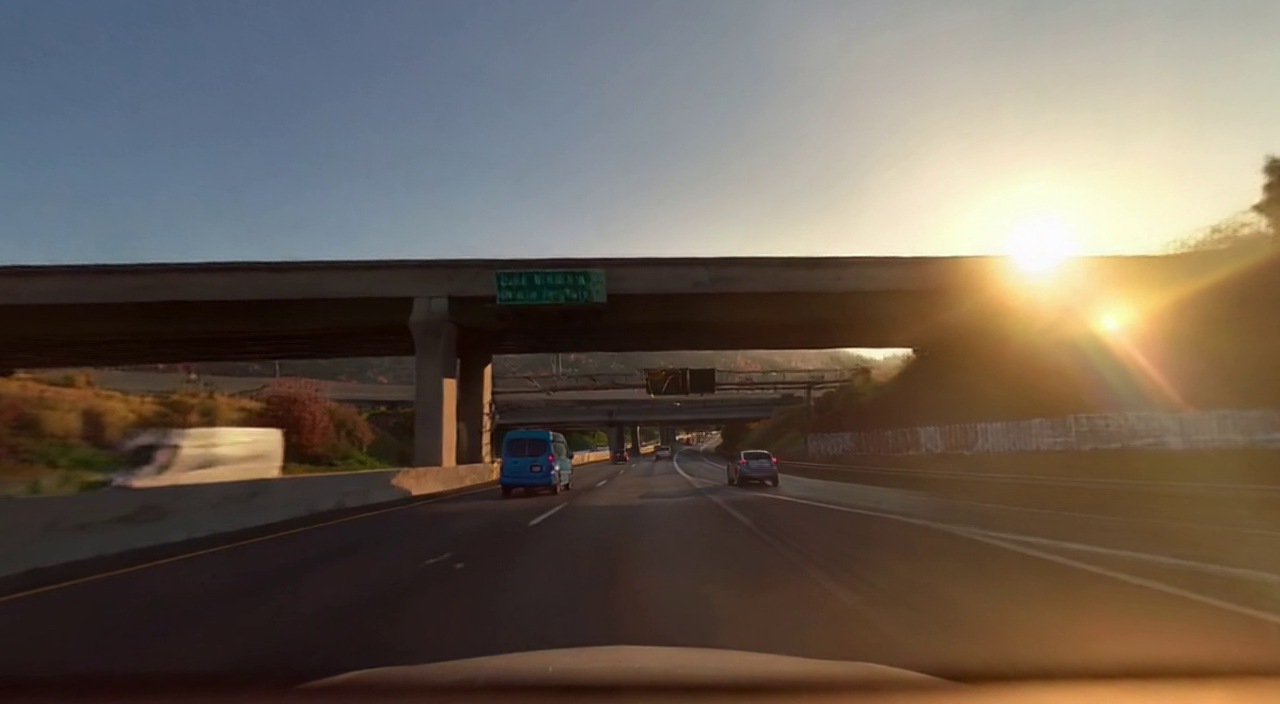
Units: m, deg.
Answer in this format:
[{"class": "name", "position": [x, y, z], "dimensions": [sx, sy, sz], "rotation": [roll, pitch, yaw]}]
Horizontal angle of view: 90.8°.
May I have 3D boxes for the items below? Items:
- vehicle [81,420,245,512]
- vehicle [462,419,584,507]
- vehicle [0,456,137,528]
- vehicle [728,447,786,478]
[{"class": "vehicle", "position": [-16.299, 3.877, 21.923], "dimensions": [2.186, 2.850, 4.135], "rotation": [-1, -9, 2]}, {"class": "vehicle", "position": [-2.969, 2.984, 17.329], "dimensions": [2.310, 2.030, 5.094], "rotation": [0, -8, 1]}, {"class": "vehicle", "position": [-16.352, 3.651, 16.843], "dimensions": [1.960, 1.632, 4.602], "rotation": [0, -9, 1]}, {"class": "vehicle", "position": [6.187, 5.888, 33.970], "dimensions": [1.972, 1.492, 4.623], "rotation": [0, -9, -4]}]
